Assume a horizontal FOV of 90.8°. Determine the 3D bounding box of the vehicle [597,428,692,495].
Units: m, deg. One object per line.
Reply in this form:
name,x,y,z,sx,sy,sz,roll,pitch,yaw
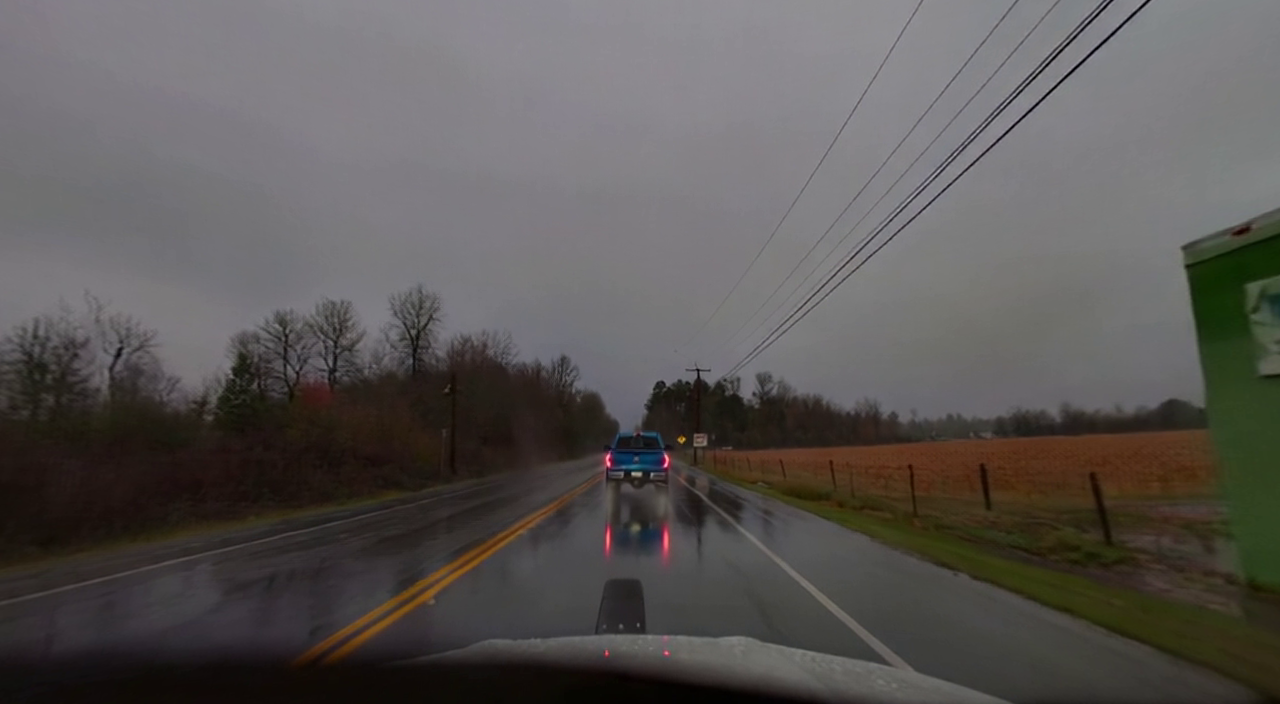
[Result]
vehicle,0.103,3.945,23.228,2.921,2.031,7.416,0,-9,0
